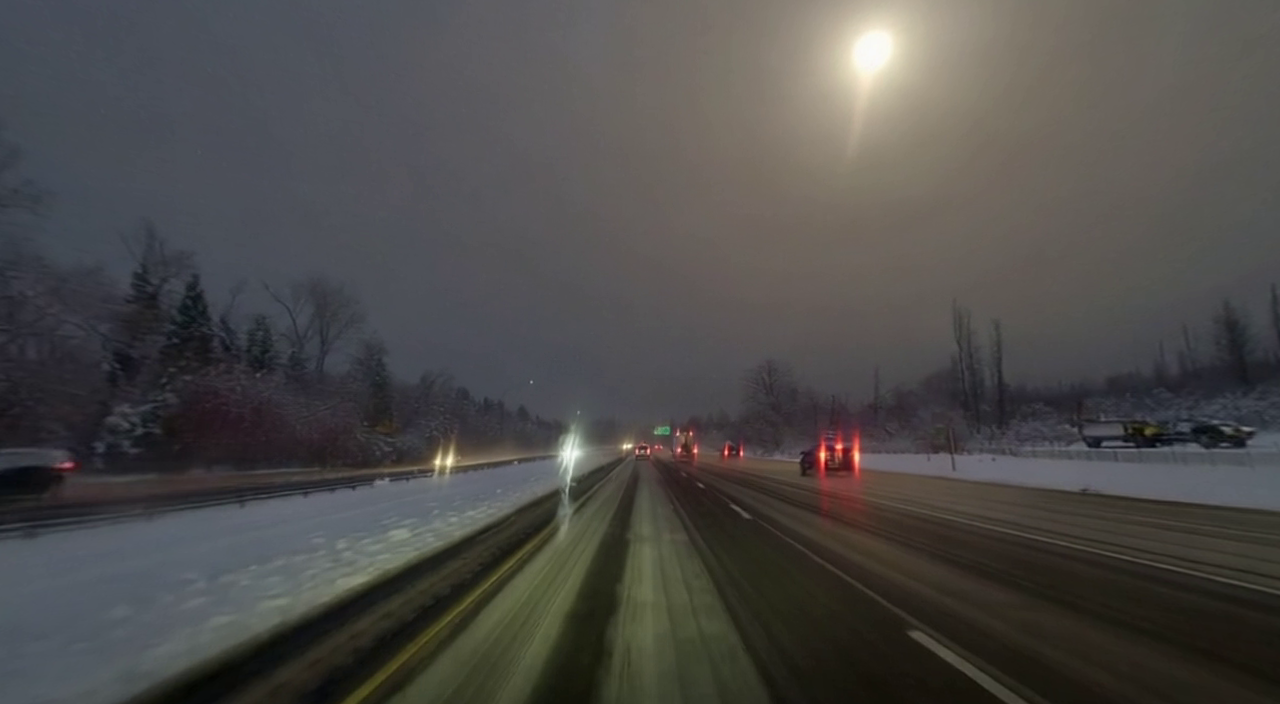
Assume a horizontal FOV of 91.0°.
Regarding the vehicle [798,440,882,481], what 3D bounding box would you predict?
[{"bbox_3d":[8.189,4.474,26.222,1.989,1.526,4.443,0,-9,0],"label":"vehicle"}]
